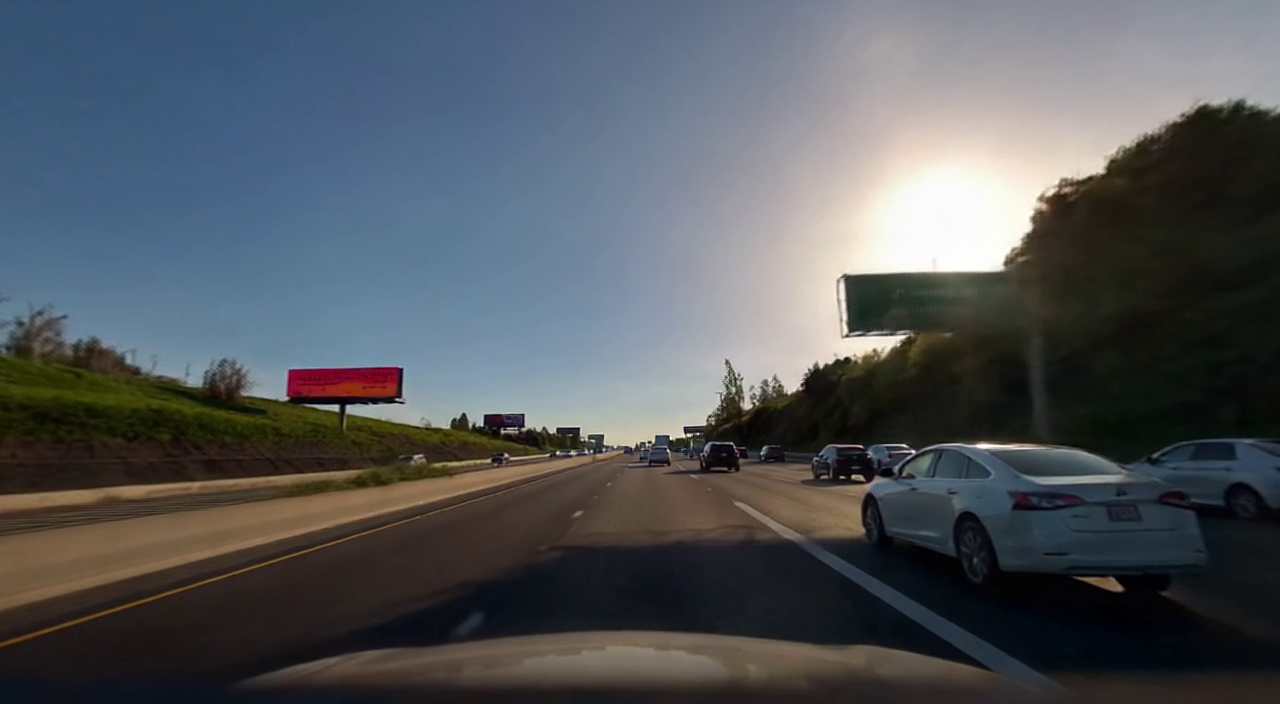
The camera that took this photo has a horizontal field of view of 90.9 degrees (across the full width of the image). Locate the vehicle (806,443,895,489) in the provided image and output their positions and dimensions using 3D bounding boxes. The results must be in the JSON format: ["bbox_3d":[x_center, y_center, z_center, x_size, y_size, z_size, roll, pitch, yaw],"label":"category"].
[{"bbox_3d":[7.735,4.199,23.665,1.807,1.558,4.352,0,-8,0],"label":"vehicle"}]

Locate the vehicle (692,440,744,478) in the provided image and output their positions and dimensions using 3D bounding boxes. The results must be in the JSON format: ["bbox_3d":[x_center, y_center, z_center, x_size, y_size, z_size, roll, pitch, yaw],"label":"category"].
[{"bbox_3d":[4.035,5.592,33.369,2.075,1.845,4.667,0,-8,-1],"label":"vehicle"}]

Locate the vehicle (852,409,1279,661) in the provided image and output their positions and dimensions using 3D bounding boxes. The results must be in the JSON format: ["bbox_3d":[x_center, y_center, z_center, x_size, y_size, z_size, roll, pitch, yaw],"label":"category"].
[{"bbox_3d":[3.911,1.495,6.336,1.989,1.609,4.355,0,-8,0],"label":"vehicle"}]

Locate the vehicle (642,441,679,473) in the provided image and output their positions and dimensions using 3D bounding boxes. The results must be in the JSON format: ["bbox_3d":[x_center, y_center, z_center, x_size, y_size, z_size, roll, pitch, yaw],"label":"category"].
[{"bbox_3d":[1.200,6.438,38.884,2.145,1.832,4.004,-1,-8,1],"label":"vehicle"}]
